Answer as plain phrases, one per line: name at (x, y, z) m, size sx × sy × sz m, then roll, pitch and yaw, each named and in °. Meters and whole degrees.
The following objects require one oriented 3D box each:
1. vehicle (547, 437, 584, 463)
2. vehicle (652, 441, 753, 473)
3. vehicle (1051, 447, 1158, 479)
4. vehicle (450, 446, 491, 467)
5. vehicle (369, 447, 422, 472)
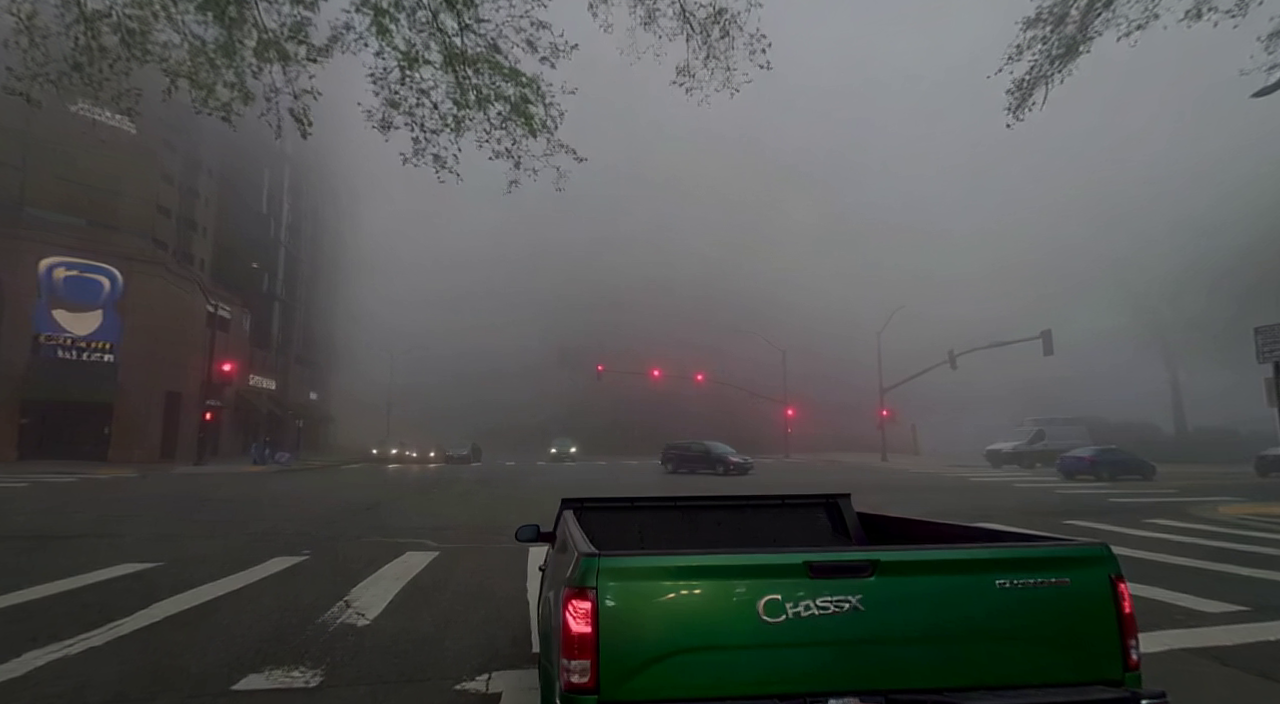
vehicle at (-5.757, 7.663, 49.563) m, size 2.289 × 1.927 × 5.667 m, roll 0°, pitch -8°, yaw -1°
vehicle at (3.045, 5.173, 31.346) m, size 4.658 × 1.478 × 1.946 m, roll -6°, pitch -11°, yaw 36°
vehicle at (23.092, 5.464, 31.434) m, size 4.522 × 1.460 × 2.097 m, roll 3°, pitch -9°, yaw -21°
vehicle at (-12.603, 7.760, 47.089) m, size 1.946 × 1.474 × 4.008 m, roll 0°, pitch -9°, yaw 0°
vehicle at (-16.247, 7.134, 42.239) m, size 1.883 × 1.586 × 4.297 m, roll 0°, pitch -9°, yaw 0°
